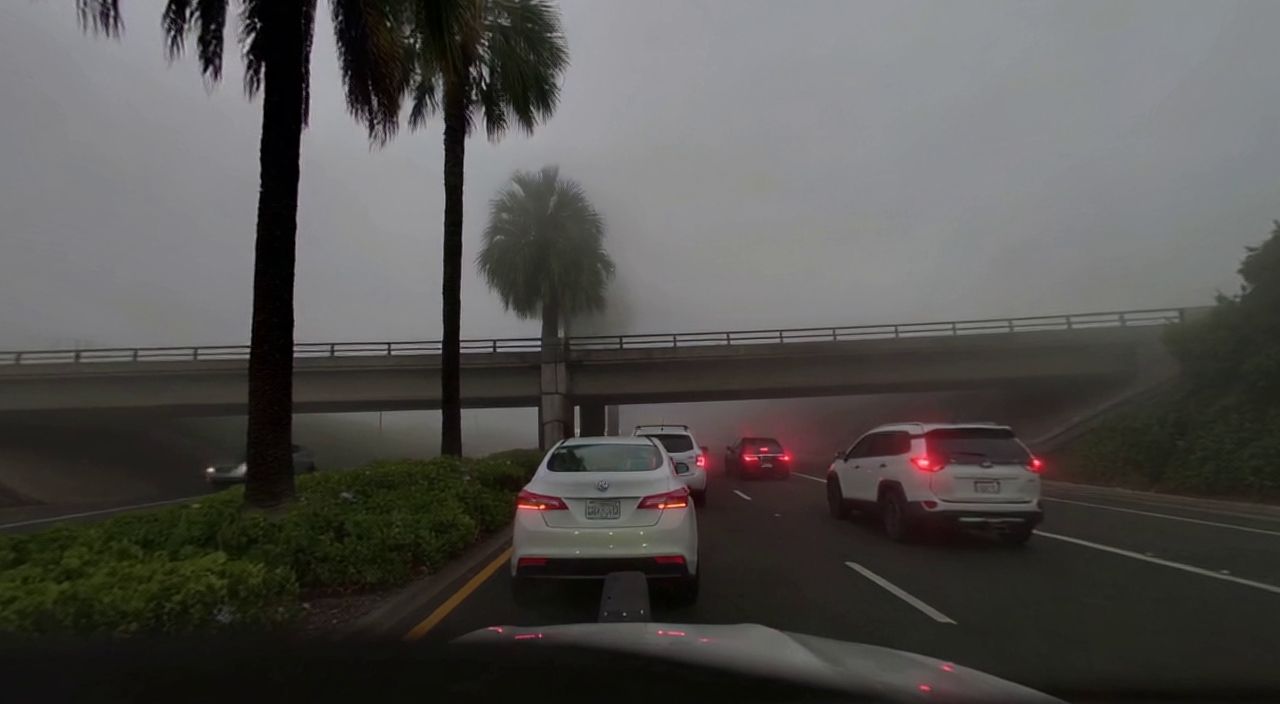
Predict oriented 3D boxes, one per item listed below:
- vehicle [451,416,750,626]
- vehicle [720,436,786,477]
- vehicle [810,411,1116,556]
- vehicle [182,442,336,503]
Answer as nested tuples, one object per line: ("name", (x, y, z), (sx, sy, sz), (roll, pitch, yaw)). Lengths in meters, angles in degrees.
("vehicle", (-0.235, 1.531, 6.646), (2.172, 1.506, 4.018), (0, -9, 2))
("vehicle", (4.619, 4.353, 26.398), (2.034, 1.517, 4.840), (0, -9, 2))
("vehicle", (4.277, 1.837, 9.505), (2.149, 1.609, 4.807), (0, -9, 1))
("vehicle", (-11.784, 3.714, 19.874), (2.084, 1.704, 4.485), (0, -9, -1))
